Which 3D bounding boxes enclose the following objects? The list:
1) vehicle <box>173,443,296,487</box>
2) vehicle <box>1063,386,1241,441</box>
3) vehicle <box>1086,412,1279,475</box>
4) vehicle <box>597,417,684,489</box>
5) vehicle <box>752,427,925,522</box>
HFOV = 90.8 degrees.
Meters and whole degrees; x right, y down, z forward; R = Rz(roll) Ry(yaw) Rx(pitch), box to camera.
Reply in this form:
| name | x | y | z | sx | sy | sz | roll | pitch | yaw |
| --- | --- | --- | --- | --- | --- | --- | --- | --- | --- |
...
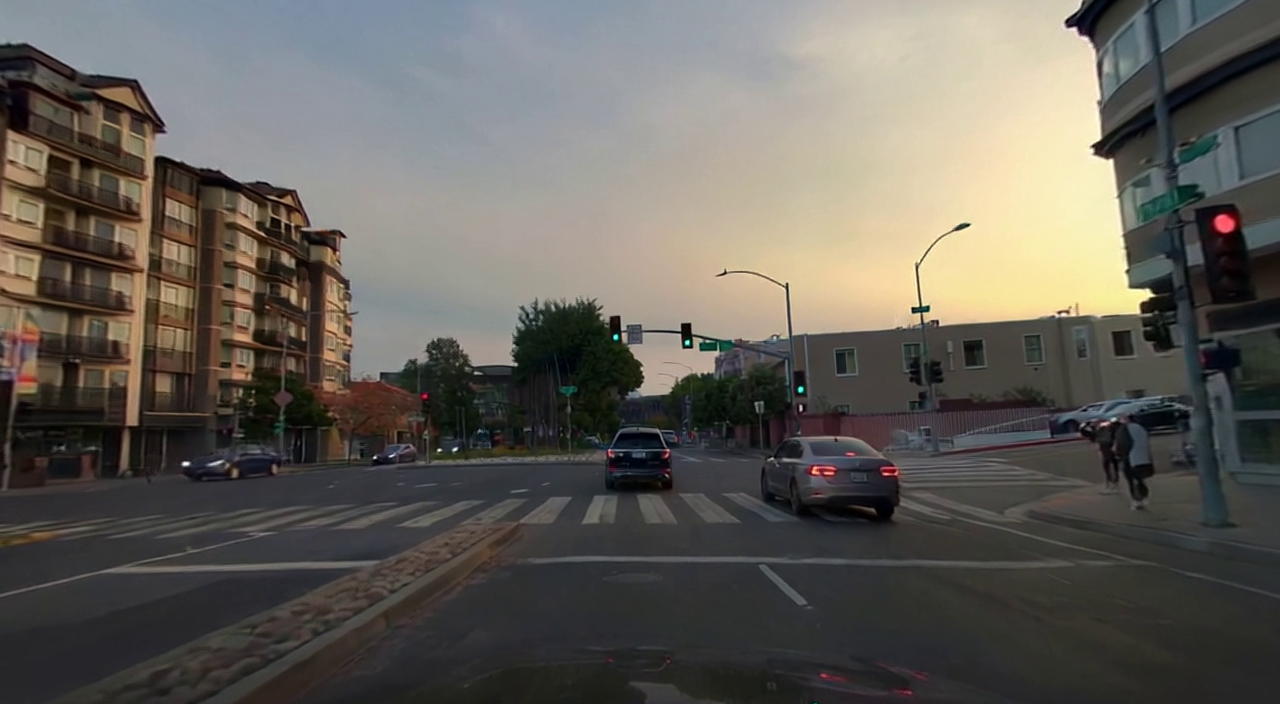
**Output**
| name | x | y | z | sx | sy | sz | roll | pitch | yaw |
| --- | --- | --- | --- | --- | --- | --- | --- | --- | --- |
| vehicle | -17.100 | 4.756 | 26.976 | 2.132 | 1.710 | 4.504 | 0 | -8 | 2 |
| vehicle | 20.656 | 2.512 | 25.702 | 5.146 | 1.699 | 2.269 | -5 | -7 | 1 |
| vehicle | 14.116 | 2.304 | 15.871 | 4.354 | 1.466 | 1.863 | 0 | -8 | 0 |
| vehicle | 0.069 | 2.827 | 17.839 | 2.168 | 1.776 | 4.135 | 0 | -8 | 2 |
| vehicle | 3.691 | 2.363 | 12.750 | 1.987 | 1.538 | 4.510 | 0 | -8 | 0 |
